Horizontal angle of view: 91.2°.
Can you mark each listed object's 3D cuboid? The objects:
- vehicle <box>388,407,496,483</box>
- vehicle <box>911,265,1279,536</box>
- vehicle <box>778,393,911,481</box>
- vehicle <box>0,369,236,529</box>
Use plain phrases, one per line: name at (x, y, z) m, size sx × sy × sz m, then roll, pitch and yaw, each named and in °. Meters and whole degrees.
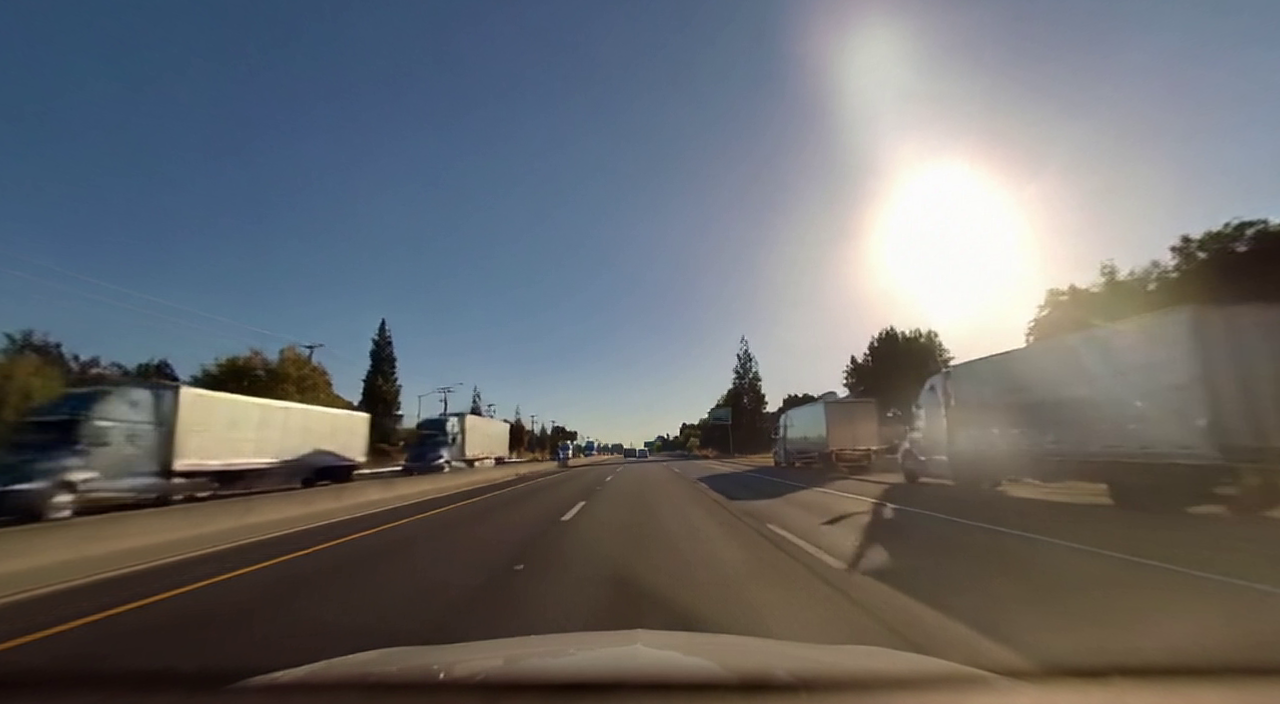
vehicle at (-11.517, 5.675, 38.018) m, size 3.029 × 3.881 × 10.922 m, roll 0°, pitch -9°, yaw 0°
vehicle at (11.058, 1.526, 14.614) m, size 2.850 × 4.038 × 14.497 m, roll 0°, pitch -9°, yaw -1°
vehicle at (10.998, 5.015, 36.063) m, size 2.911 × 4.067 × 13.916 m, roll -1°, pitch -9°, yaw 0°
vehicle at (-15.566, 2.852, 18.640) m, size 2.996 × 3.975 × 5.840 m, roll -1°, pitch -9°, yaw 0°
